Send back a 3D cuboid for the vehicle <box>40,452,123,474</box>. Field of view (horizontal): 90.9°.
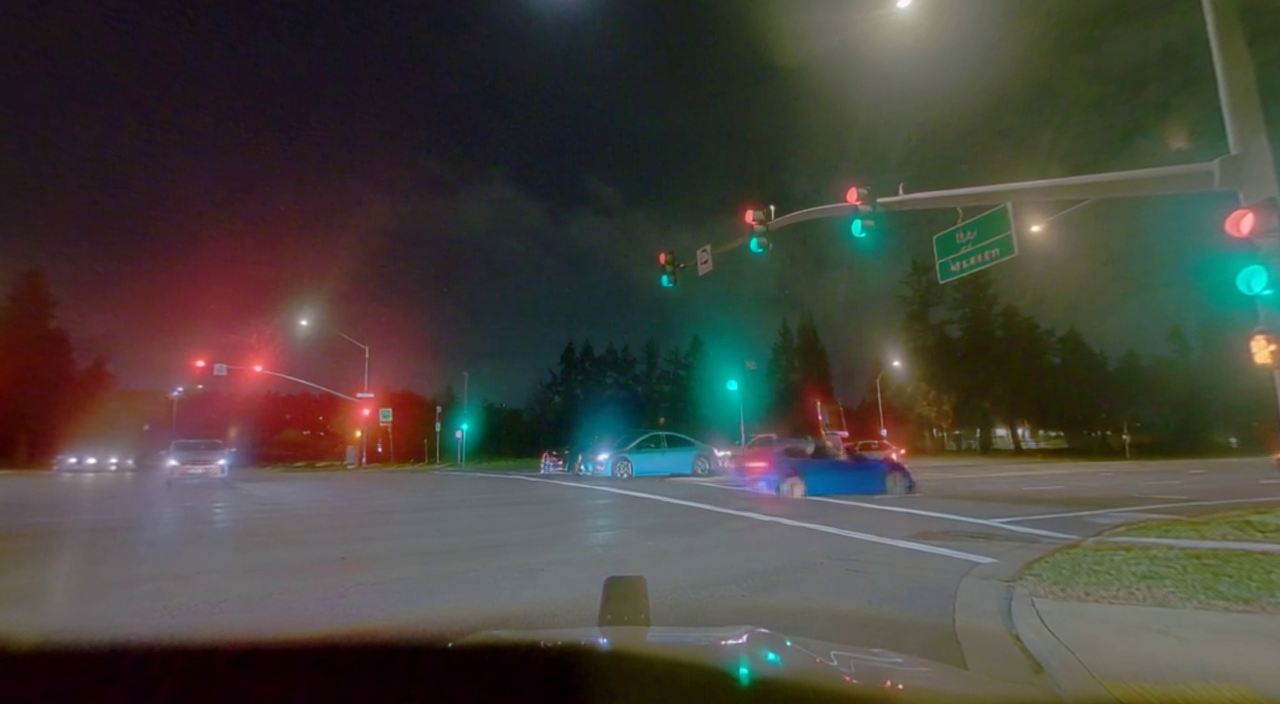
[{"bbox_3d":[-39.715,7.879,44.843,4.589,1.462,1.953,-2,-9,13],"label":"vehicle"}]

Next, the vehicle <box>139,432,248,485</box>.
[{"bbox_3d":[-17.670,4.130,24.809,5.332,1.807,2.450,-8,-12,44],"label":"vehicle"}]

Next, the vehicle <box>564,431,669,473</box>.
[{"bbox_3d":[-1.050,4.506,28.528,4.360,1.749,1.895,4,-9,-28],"label":"vehicle"}]

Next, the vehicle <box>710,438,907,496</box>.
[{"bbox_3d":[4.443,3.061,17.058,4.686,1.425,2.018,1,-8,-6],"label":"vehicle"}]

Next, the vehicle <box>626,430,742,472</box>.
[{"bbox_3d":[1.842,4.092,26.192,4.483,1.589,1.852,4,-9,-26],"label":"vehicle"}]
